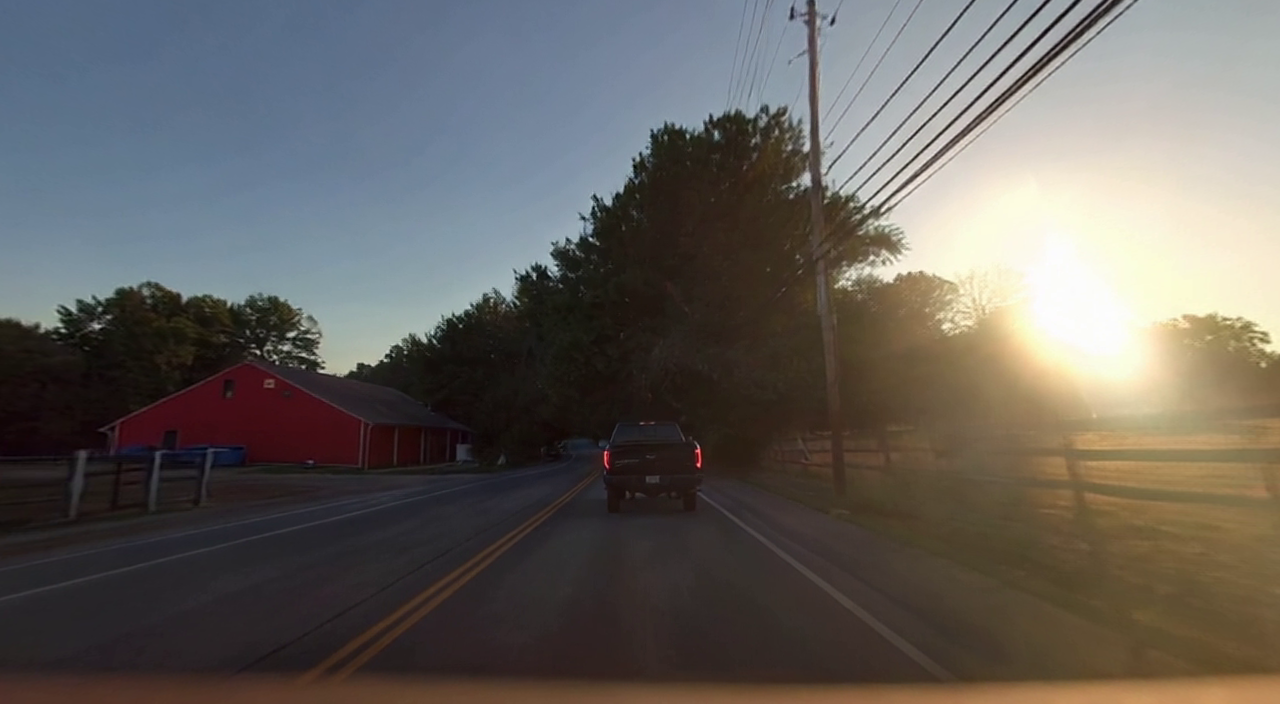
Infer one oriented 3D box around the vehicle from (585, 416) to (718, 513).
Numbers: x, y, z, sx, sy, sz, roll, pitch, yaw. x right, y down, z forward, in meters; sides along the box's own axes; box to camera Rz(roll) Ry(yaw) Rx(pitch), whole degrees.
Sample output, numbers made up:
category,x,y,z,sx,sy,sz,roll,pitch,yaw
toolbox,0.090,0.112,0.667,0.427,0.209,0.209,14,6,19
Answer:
category,x,y,z,sx,sy,sz,roll,pitch,yaw
vehicle,0.175,2.750,16.019,2.693,1.941,6.356,0,-9,-1
